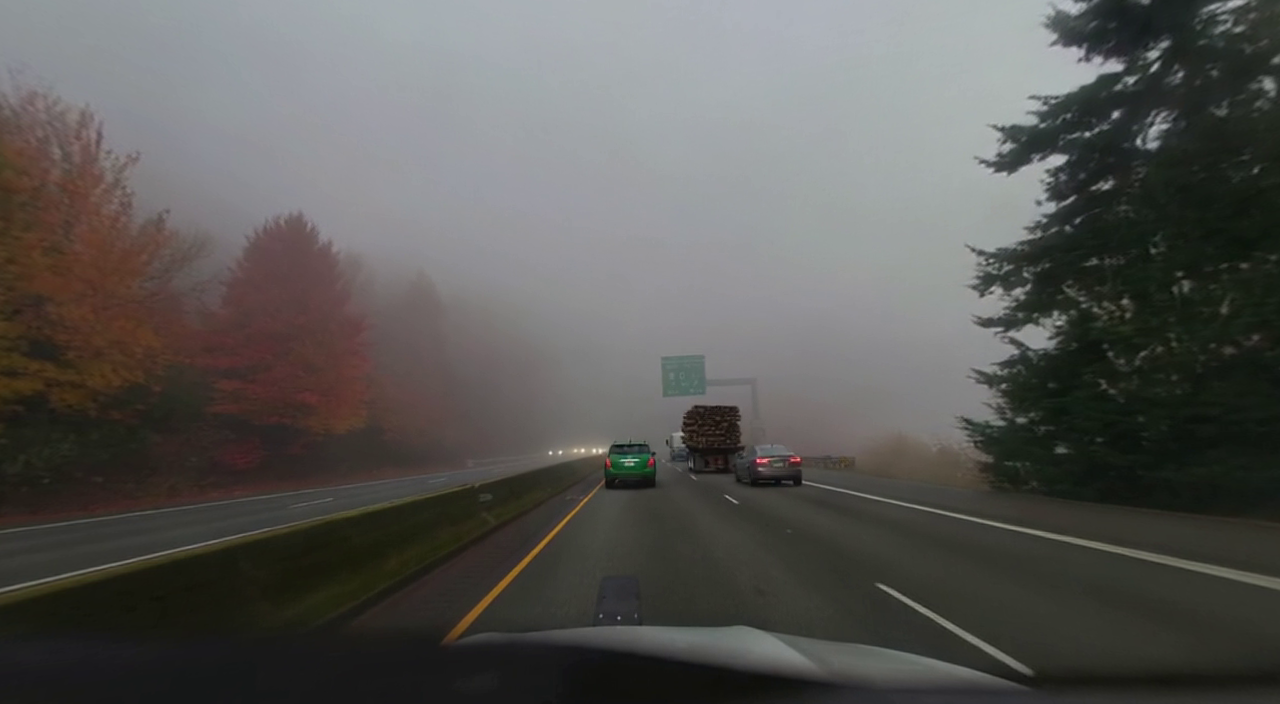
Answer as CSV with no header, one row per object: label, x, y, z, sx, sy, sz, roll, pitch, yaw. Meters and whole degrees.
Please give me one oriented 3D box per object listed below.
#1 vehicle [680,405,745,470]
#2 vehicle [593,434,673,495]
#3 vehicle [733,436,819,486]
vehicle,4.661,5.792,42.190,3.125,3.895,8.461,0,-9,-1
vehicle,-0.193,3.492,19.800,2.263,1.699,3.936,-1,-9,0
vehicle,4.899,4.009,23.319,2.057,1.660,4.525,0,-9,-2
